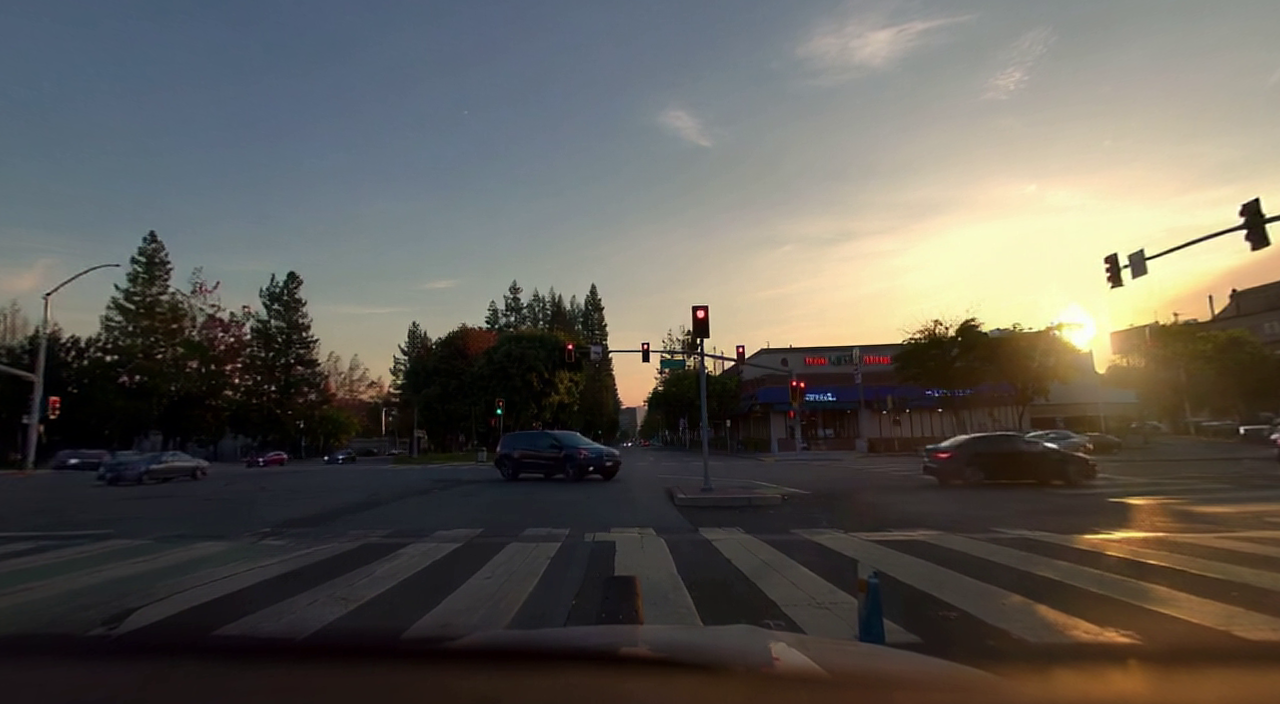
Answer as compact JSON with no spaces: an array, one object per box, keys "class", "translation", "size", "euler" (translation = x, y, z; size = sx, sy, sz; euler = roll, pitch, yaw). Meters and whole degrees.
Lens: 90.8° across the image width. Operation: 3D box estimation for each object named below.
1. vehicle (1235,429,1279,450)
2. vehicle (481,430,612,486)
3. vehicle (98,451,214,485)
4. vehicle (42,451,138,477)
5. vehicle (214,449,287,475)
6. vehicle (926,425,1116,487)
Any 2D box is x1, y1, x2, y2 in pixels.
[{"class":"vehicle","translation":[45.669,6.272,45.267],"size":[1.786,1.412,4.330],"euler":[0,-8,0]},{"class":"vehicle","translation":[-3.803,4.147,25.071],"size":[5.310,1.972,2.223],"euler":[-8,-11,41]},{"class":"vehicle","translation":[-23.142,5.528,30.461],"size":[1.909,1.473,4.571],"euler":[0,-8,1]},{"class":"vehicle","translation":[-41.414,8.434,47.622],"size":[2.901,1.827,5.034],"euler":[-9,-13,44]},{"class":"vehicle","translation":[-26.500,7.484,43.201],"size":[2.135,1.637,4.582],"euler":[0,-9,-1]},{"class":"vehicle","translation":[10.918,3.017,18.412],"size":[4.180,1.678,1.982],"euler":[-1,-9,6]}]
